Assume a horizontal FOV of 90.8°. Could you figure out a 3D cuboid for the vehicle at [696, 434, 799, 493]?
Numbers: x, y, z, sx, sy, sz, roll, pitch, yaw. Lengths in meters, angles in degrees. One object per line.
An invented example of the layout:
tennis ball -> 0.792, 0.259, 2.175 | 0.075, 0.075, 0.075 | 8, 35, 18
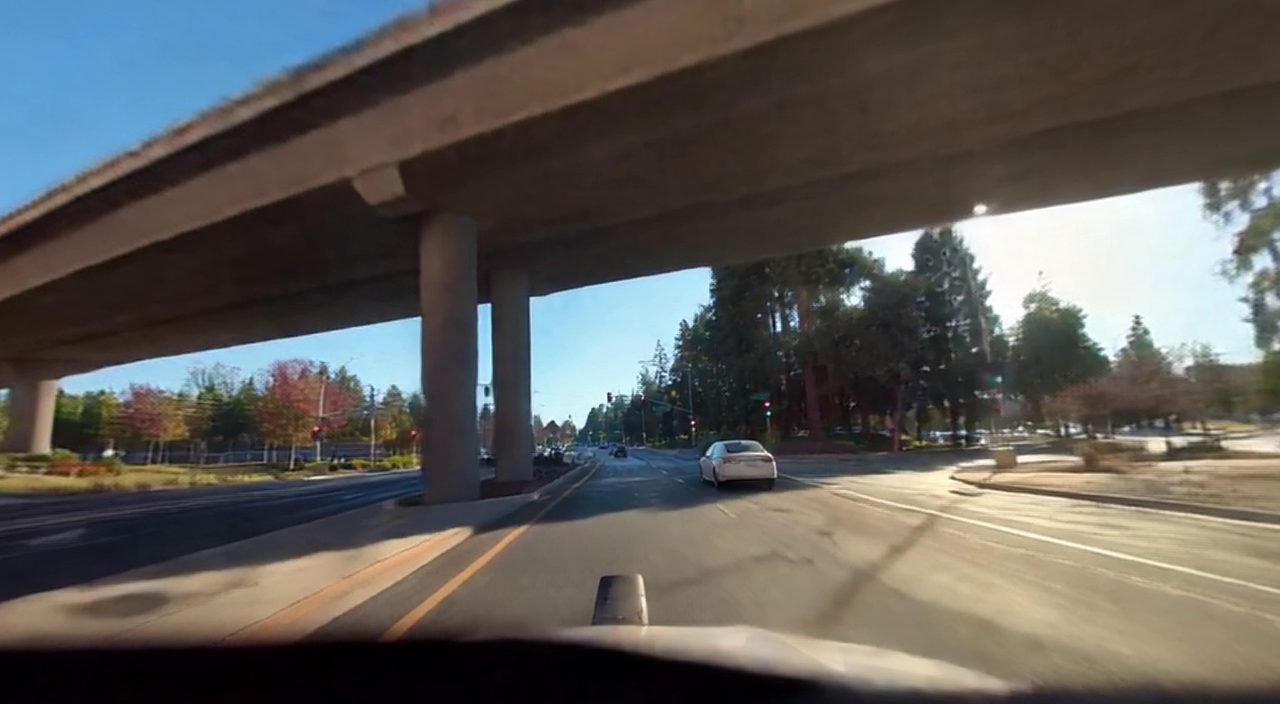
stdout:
vehicle -> 2.977, 3.213, 18.535 | 2.062, 1.484, 4.332 | 0, -8, -2
